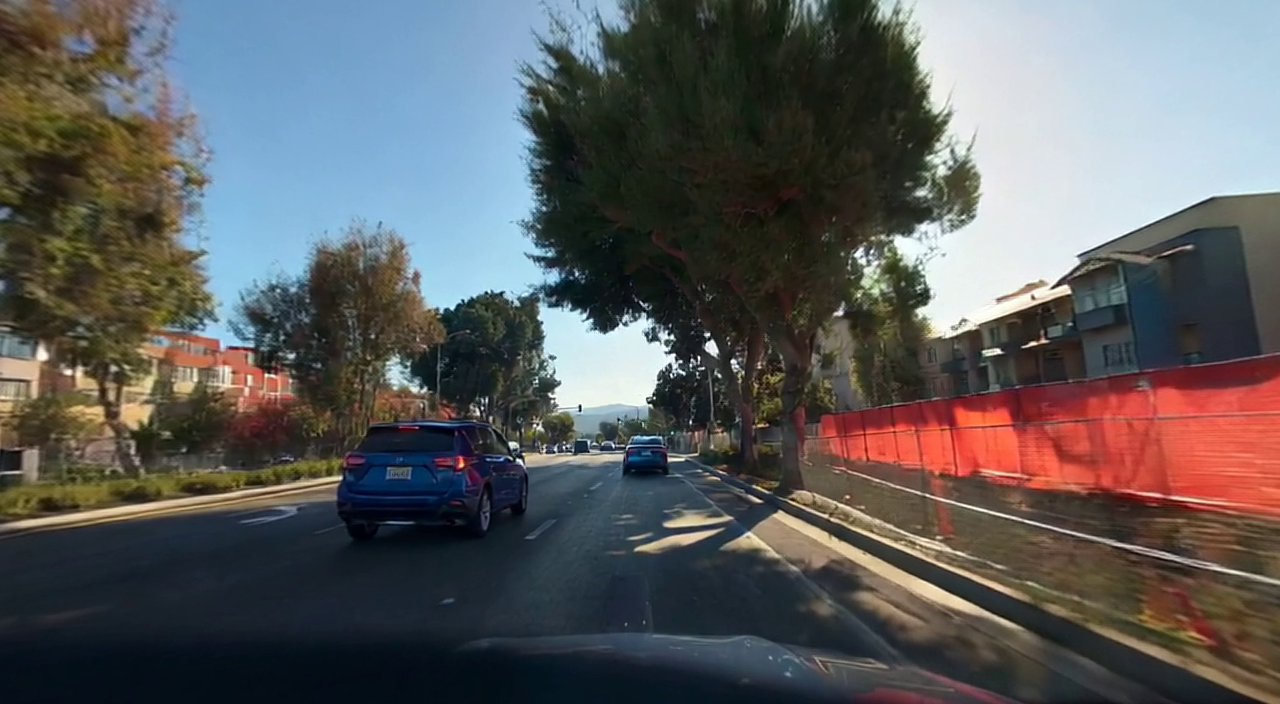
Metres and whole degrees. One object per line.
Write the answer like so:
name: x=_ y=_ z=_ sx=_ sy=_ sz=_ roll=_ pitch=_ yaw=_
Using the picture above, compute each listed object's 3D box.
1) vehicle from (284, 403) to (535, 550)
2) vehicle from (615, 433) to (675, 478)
vehicle: x=-3.312 y=1.928 z=10.451 sx=2.157 sy=1.824 sz=4.986 roll=0 pitch=-9 yaw=1
vehicle: x=0.132 y=4.133 z=25.378 sx=2.227 sy=1.654 sz=4.091 roll=0 pitch=-9 yaw=-1
